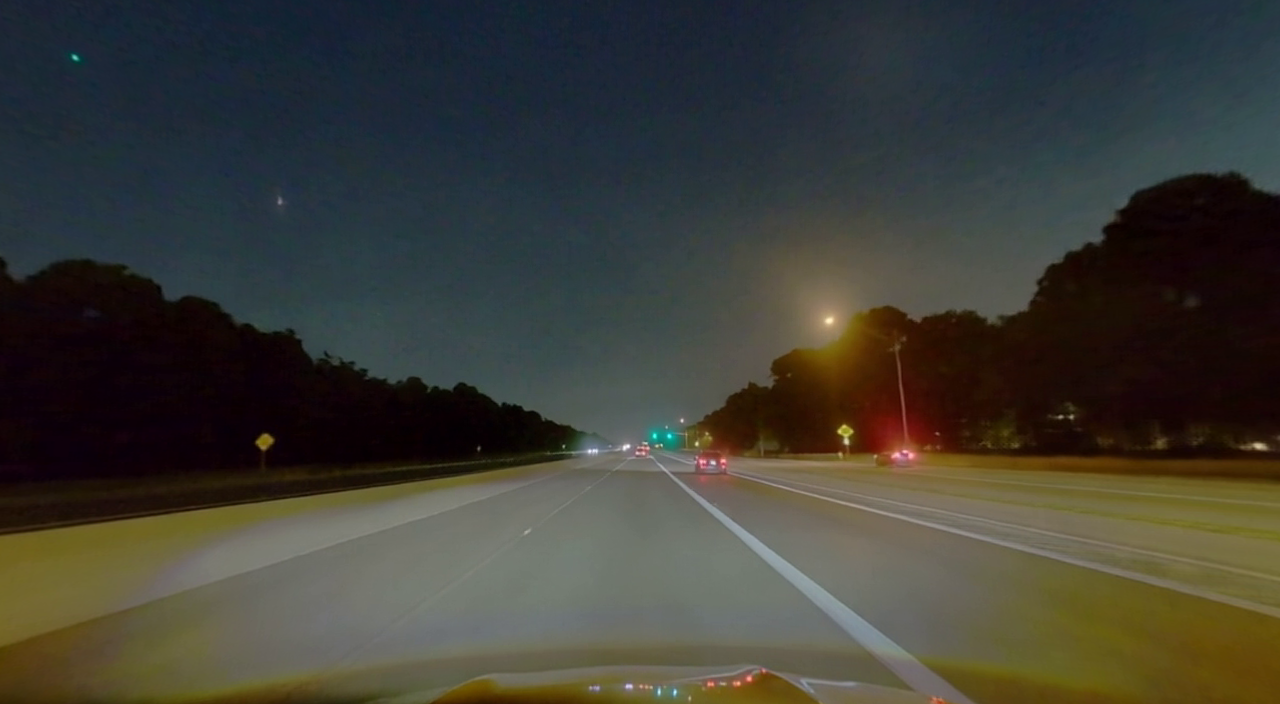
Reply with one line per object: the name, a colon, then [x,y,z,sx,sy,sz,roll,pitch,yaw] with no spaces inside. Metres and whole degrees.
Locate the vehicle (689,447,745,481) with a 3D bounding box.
vehicle: [3.605,5.329,30.277,2.115,1.522,4.330,0,-9,0]
